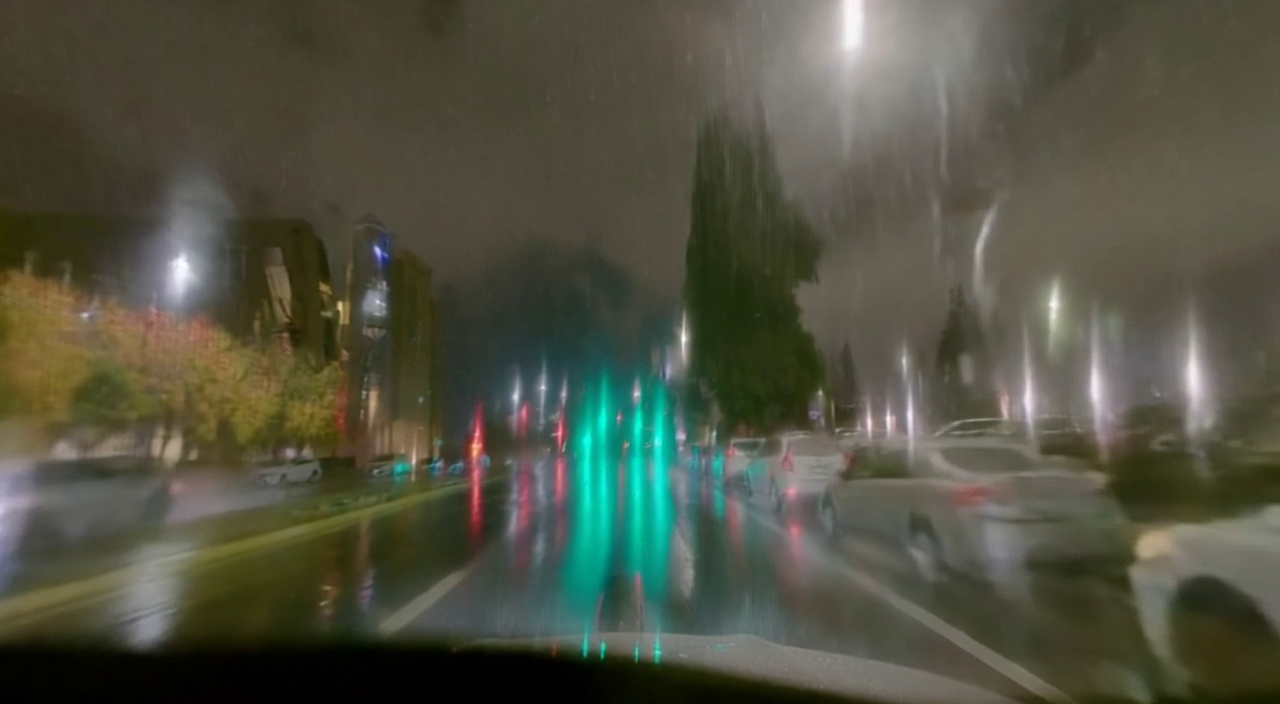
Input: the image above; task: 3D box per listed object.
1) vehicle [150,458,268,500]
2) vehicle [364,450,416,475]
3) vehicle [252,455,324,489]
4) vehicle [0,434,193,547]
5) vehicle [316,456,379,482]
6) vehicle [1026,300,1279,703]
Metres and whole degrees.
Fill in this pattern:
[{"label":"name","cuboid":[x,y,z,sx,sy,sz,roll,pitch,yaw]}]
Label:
[{"label":"vehicle","cuboid":[-18.095,5.315,26.828,1.958,1.534,4.428,0,-8,-1]},{"label":"vehicle","cuboid":[-18.446,8.157,46.904,1.796,1.712,5.268,0,-8,-1]},{"label":"vehicle","cuboid":[-18.186,6.181,32.835,1.760,1.566,3.664,0,-8,-3]},{"label":"vehicle","cuboid":[-11.118,2.430,11.648,2.127,1.752,4.889,0,-8,0]},{"label":"vehicle","cuboid":[-18.392,7.335,39.930,1.900,1.427,4.398,0,-8,0]},{"label":"vehicle","cuboid":[3.356,0.557,1.101,1.906,1.857,5.454,0,-8,0]}]
